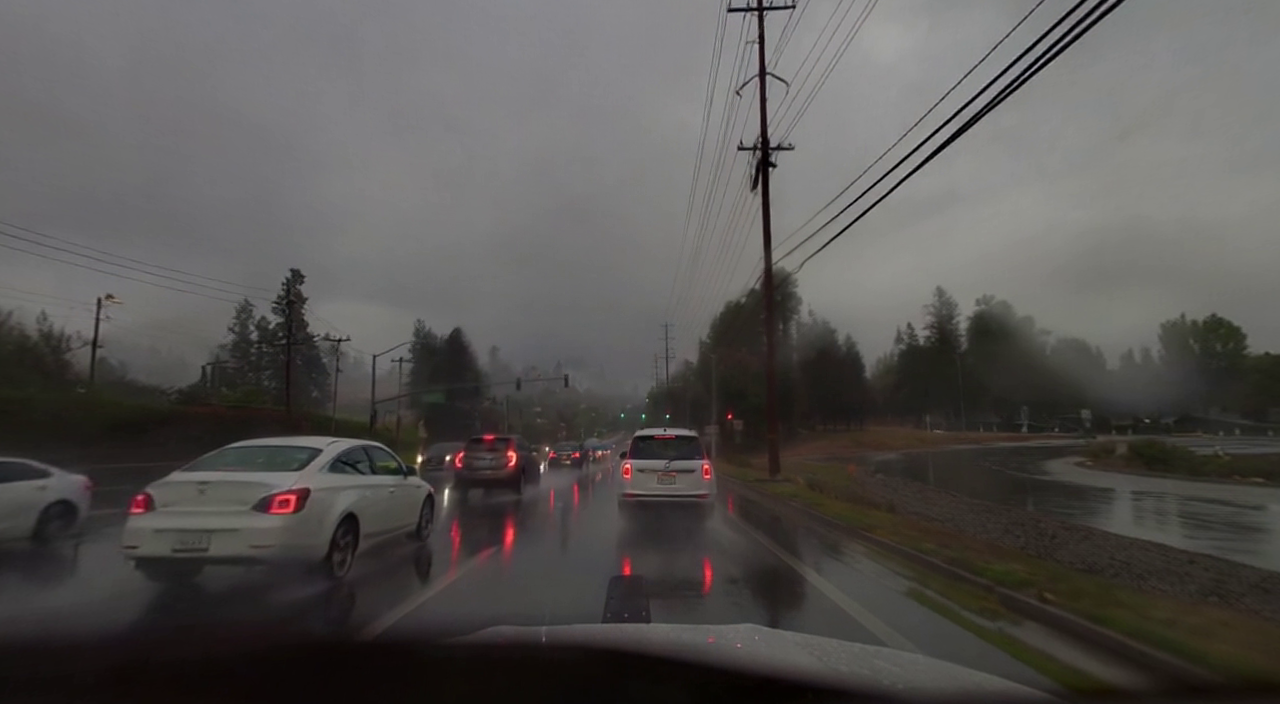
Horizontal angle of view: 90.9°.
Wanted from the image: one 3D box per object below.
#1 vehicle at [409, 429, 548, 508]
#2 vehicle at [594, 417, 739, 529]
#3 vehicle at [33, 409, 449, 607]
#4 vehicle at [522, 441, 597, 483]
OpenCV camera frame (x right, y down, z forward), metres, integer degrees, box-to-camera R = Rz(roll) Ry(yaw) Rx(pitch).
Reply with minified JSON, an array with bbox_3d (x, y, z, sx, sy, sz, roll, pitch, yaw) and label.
[{"bbox_3d":[-3.665,2.743,15.271,2.018,1.621,4.441,-1,-9,2],"label":"vehicle"},{"bbox_3d":[0.478,2.151,11.677,2.205,1.691,3.937,0,-9,2],"label":"vehicle"},{"bbox_3d":[-3.822,1.552,7.115,1.999,1.563,4.007,0,-9,1],"label":"vehicle"},{"bbox_3d":[-2.927,4.112,23.852,2.105,1.436,4.311,-1,-9,2],"label":"vehicle"}]
